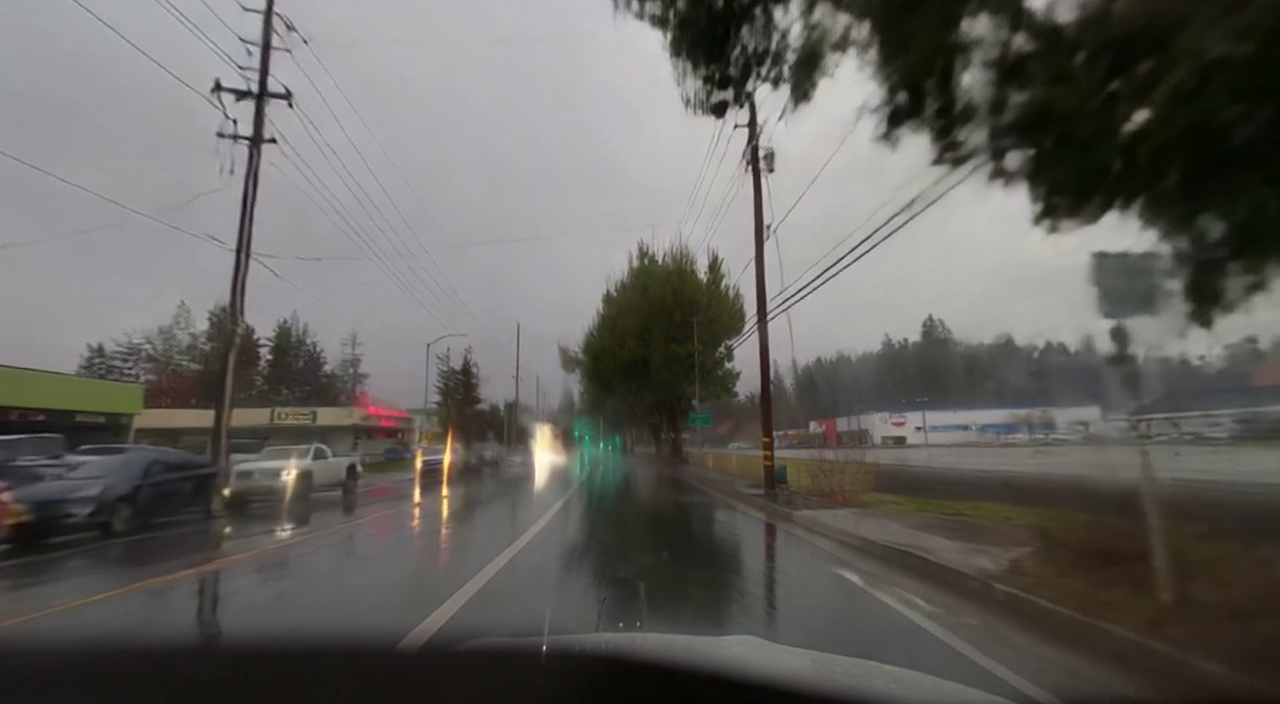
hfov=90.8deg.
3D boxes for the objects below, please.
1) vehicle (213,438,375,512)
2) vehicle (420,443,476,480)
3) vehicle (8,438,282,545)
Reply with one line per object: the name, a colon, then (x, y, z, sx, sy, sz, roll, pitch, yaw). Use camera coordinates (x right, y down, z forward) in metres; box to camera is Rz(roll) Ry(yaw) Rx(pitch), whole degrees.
vehicle: (-9.723, 3.471, 18.402, 1.983, 1.799, 5.276, 0, -9, -3)
vehicle: (-10.670, 6.088, 35.452, 2.016, 1.872, 5.297, 0, -9, -6)
vehicle: (-9.565, 2.684, 12.874, 2.027, 1.719, 4.575, 0, -9, -3)
